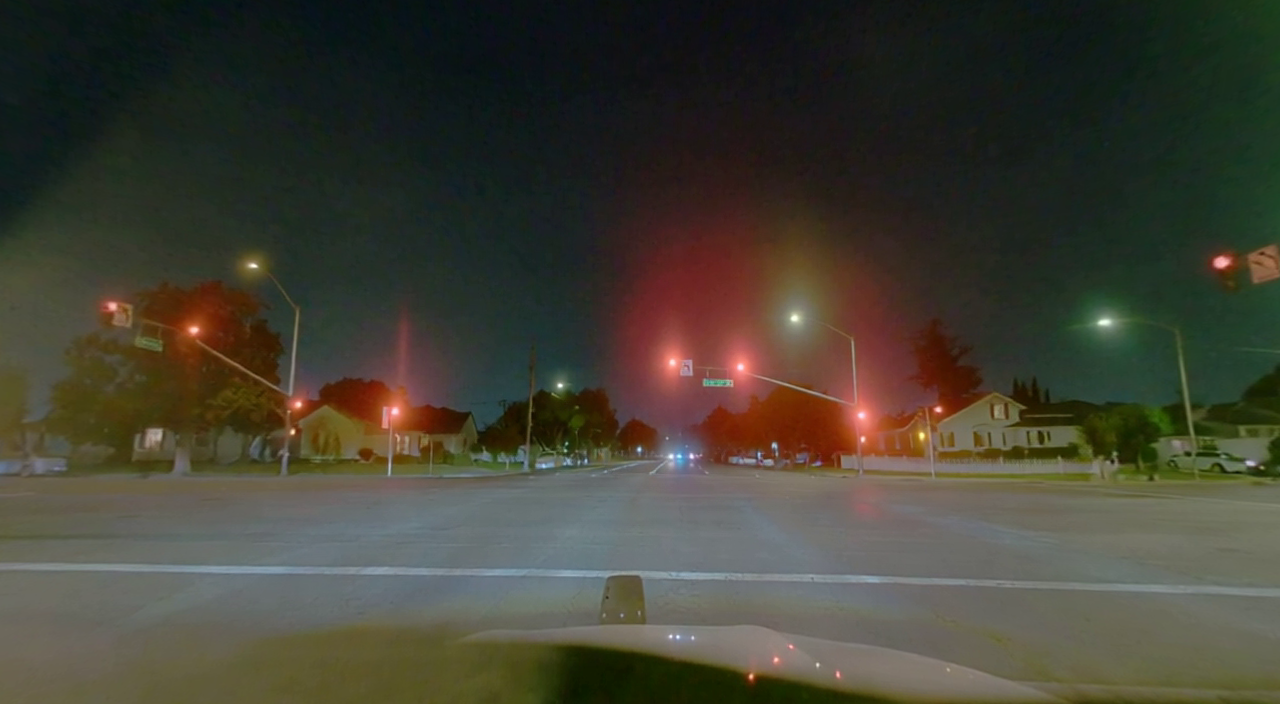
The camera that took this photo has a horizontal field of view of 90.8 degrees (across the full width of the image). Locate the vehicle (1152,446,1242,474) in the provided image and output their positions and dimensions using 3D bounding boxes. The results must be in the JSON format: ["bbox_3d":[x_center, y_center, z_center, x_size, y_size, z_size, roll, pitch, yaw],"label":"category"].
[{"bbox_3d":[36.780,7.097,41.878,1.853,1.723,4.460,0,-9,-1],"label":"vehicle"}]

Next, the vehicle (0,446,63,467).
[{"bbox_3d":[-44.283,7.501,45.386,3.949,1.422,1.744,0,-9,1],"label":"vehicle"}]
